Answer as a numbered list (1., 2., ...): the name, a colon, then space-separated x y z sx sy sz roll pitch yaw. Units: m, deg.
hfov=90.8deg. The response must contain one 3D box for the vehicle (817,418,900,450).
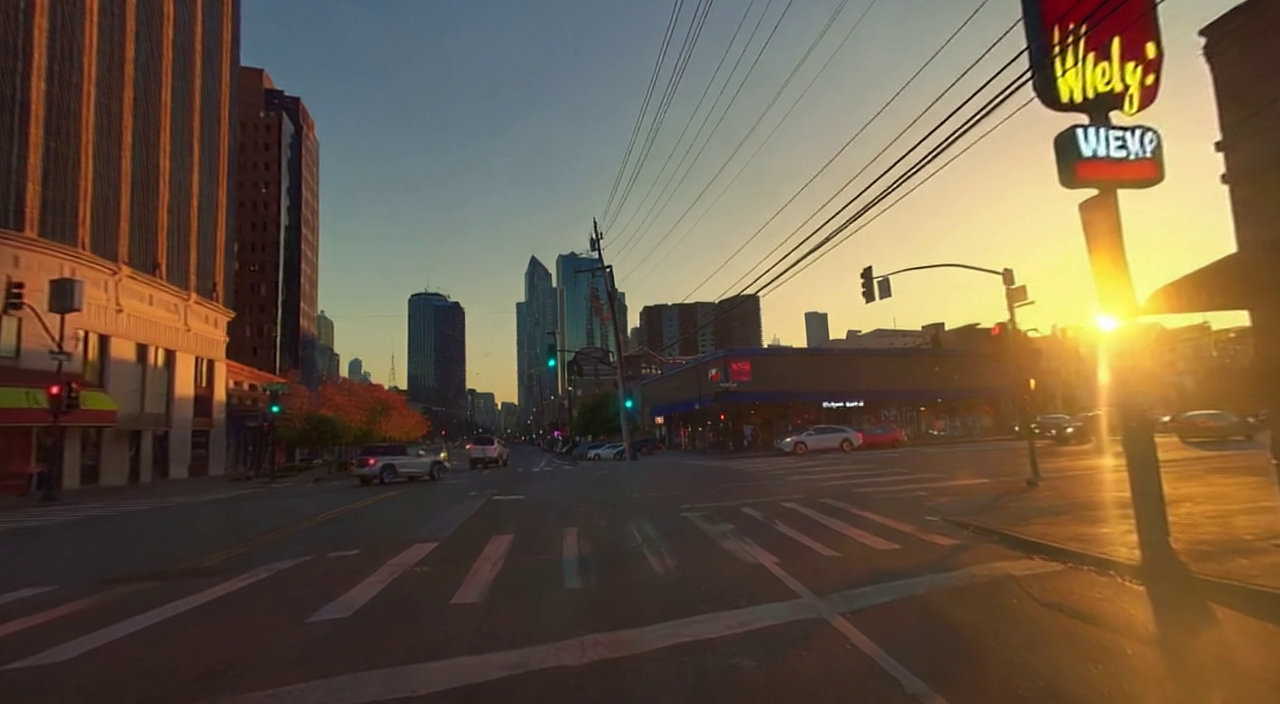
1. vehicle: 12.745 4.828 36.889 4.474 1.788 2.039 4 -10 -29

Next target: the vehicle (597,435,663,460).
1. vehicle: -0.746 6.958 46.160 4.506 1.733 1.857 2 -9 -14

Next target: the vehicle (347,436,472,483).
1. vehicle: -8.637 4.058 24.119 2.166 1.579 4.300 -3 -9 19

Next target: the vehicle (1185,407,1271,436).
1. vehicle: 33.161 3.963 35.628 4.707 1.487 1.907 4 -9 -27

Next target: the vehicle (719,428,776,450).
1. vehicle: 7.557 6.181 44.645 1.866 1.430 3.901 5 -10 -31

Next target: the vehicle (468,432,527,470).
1. vehicle: -7.030 4.929 31.594 2.105 1.761 4.292 0 -8 -3
